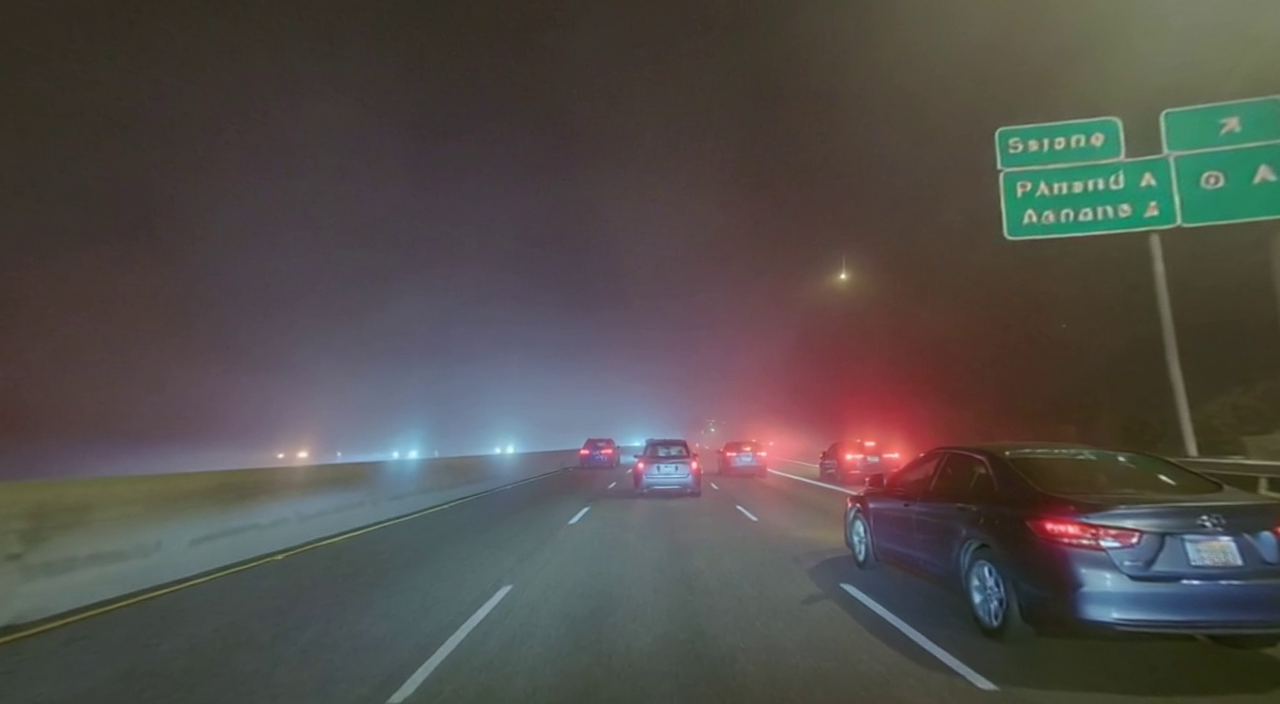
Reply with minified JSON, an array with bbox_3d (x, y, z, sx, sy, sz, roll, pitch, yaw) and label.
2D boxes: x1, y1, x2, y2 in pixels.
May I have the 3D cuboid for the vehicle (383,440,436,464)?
[{"bbox_3d":[-17.229,7.510,47.302,1.925,1.677,4.495,-1,-9,5],"label":"vehicle"}]

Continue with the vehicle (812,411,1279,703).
[{"bbox_3d":[3.154,1.400,5.487,2.009,1.489,4.559,0,-9,0],"label":"vehicle"}]

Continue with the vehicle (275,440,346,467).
[{"bbox_3d":[-21.816,6.752,41.914,2.009,1.685,4.453,-1,-9,4],"label":"vehicle"}]

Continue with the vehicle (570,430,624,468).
[{"bbox_3d":[-2.334,5.493,35.617,2.434,1.965,5.305,0,-9,3],"label":"vehicle"}]

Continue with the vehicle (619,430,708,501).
[{"bbox_3d":[0.611,2.929,16.557,2.074,1.614,3.803,0,-9,2],"label":"vehicle"}]

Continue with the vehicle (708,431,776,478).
[{"bbox_3d":[3.942,4.061,24.996,2.076,1.684,4.241,0,-9,1],"label":"vehicle"}]
